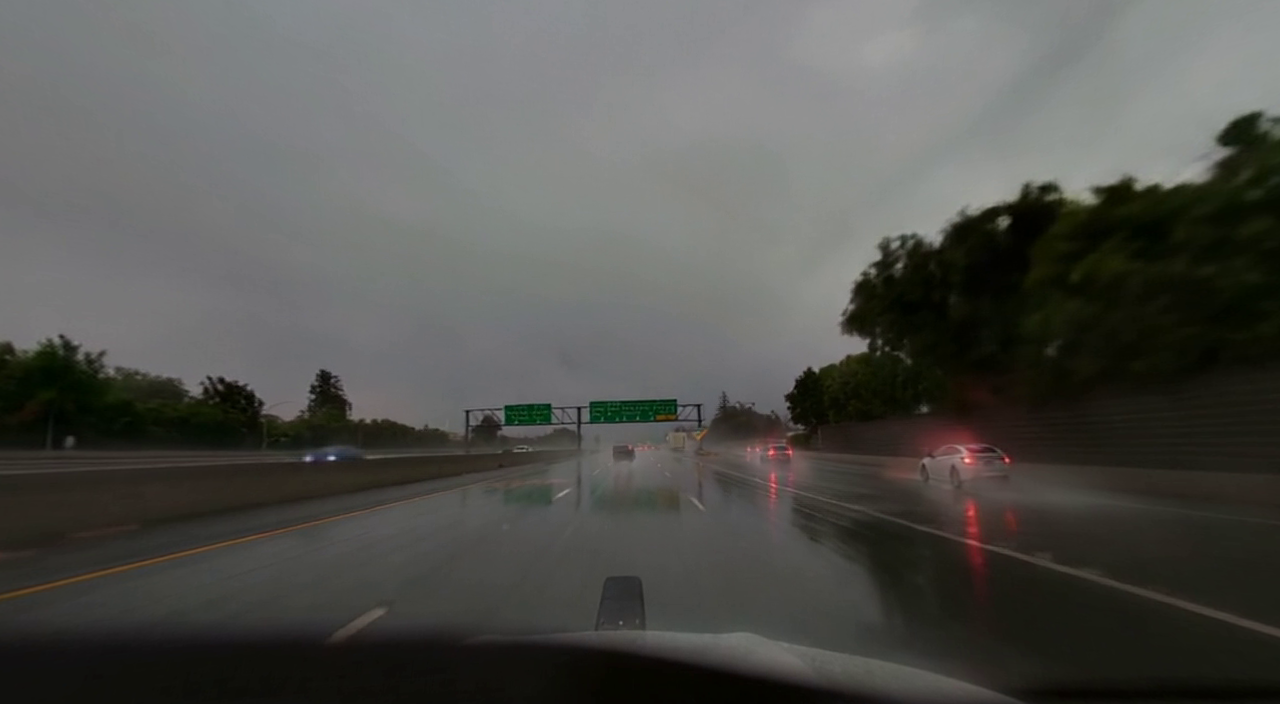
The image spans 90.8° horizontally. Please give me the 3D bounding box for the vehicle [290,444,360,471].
[{"bbox_3d":[-19.058,6.373,38.440,1.937,1.492,4.536,0,-9,-1],"label":"vehicle"}]

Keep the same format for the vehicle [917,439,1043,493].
[{"bbox_3d":[11.605,3.888,21.985,1.912,1.673,4.438,0,-9,0],"label":"vehicle"}]

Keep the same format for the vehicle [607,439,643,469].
[{"bbox_3d":[-0.899,6.269,38.895,2.121,1.739,4.087,0,-9,0],"label":"vehicle"}]
